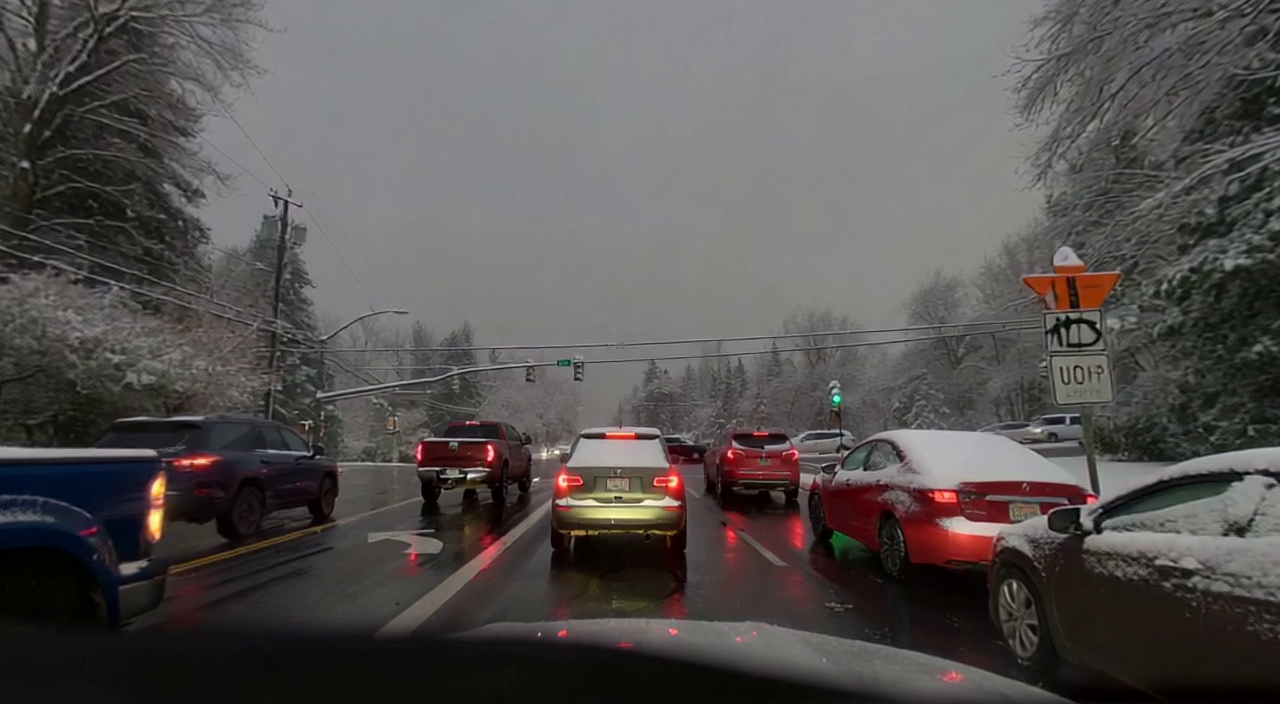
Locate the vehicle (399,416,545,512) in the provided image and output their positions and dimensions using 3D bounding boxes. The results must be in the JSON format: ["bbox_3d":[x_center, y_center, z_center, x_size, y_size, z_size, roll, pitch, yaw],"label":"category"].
[{"bbox_3d":[-3.629,2.523,14.655,2.089,1.857,4.488,0,-8,1],"label":"vehicle"}]

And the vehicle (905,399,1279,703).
[{"bbox_3d":[3.017,0.963,2.505,1.874,1.477,4.698,0,-8,0],"label":"vehicle"}]

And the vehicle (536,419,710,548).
[{"bbox_3d":[-0.223,1.939,9.872,2.194,1.607,3.690,0,-8,0],"label":"vehicle"}]

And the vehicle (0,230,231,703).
[{"bbox_3d":[-3.482,0.347,0.312,2.656,2.021,5.800,0,-8,0],"label":"vehicle"}]

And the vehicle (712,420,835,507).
[{"bbox_3d":[3.132,2.732,15.897,2.102,1.841,4.587,0,-8,0],"label":"vehicle"}]
